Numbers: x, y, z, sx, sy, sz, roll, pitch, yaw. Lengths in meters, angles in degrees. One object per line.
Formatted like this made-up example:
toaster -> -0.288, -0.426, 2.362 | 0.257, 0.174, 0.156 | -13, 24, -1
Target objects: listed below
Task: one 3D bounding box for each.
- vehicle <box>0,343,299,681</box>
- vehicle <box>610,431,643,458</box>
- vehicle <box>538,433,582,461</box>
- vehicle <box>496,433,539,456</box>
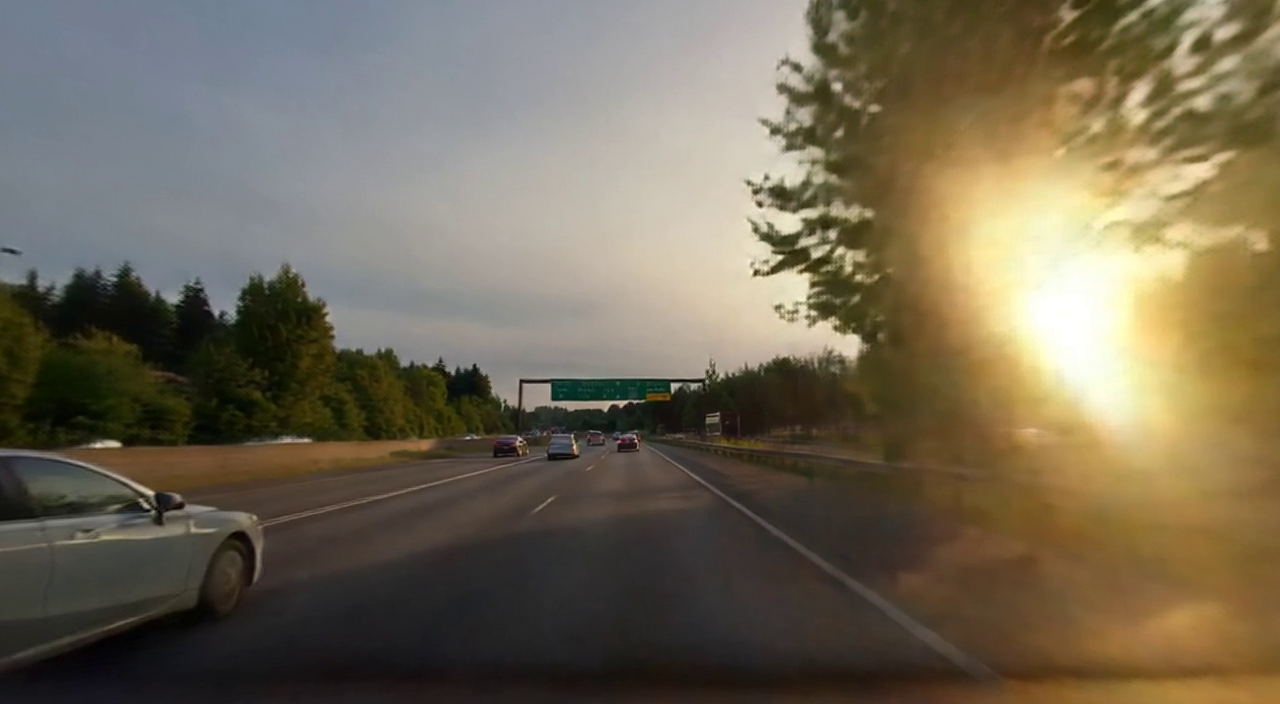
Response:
vehicle -> -4.485, 0.984, 4.231 | 1.971, 1.822, 4.366 | 0, -8, -1
vehicle -> -0.831, 5.785, 39.622 | 2.002, 1.611, 3.778 | 0, -8, 0
vehicle -> -4.421, 5.311, 35.291 | 1.909, 1.445, 4.087 | 0, -8, 0
vehicle -> -8.295, 6.314, 43.109 | 1.953, 1.524, 4.863 | 0, -8, 0
